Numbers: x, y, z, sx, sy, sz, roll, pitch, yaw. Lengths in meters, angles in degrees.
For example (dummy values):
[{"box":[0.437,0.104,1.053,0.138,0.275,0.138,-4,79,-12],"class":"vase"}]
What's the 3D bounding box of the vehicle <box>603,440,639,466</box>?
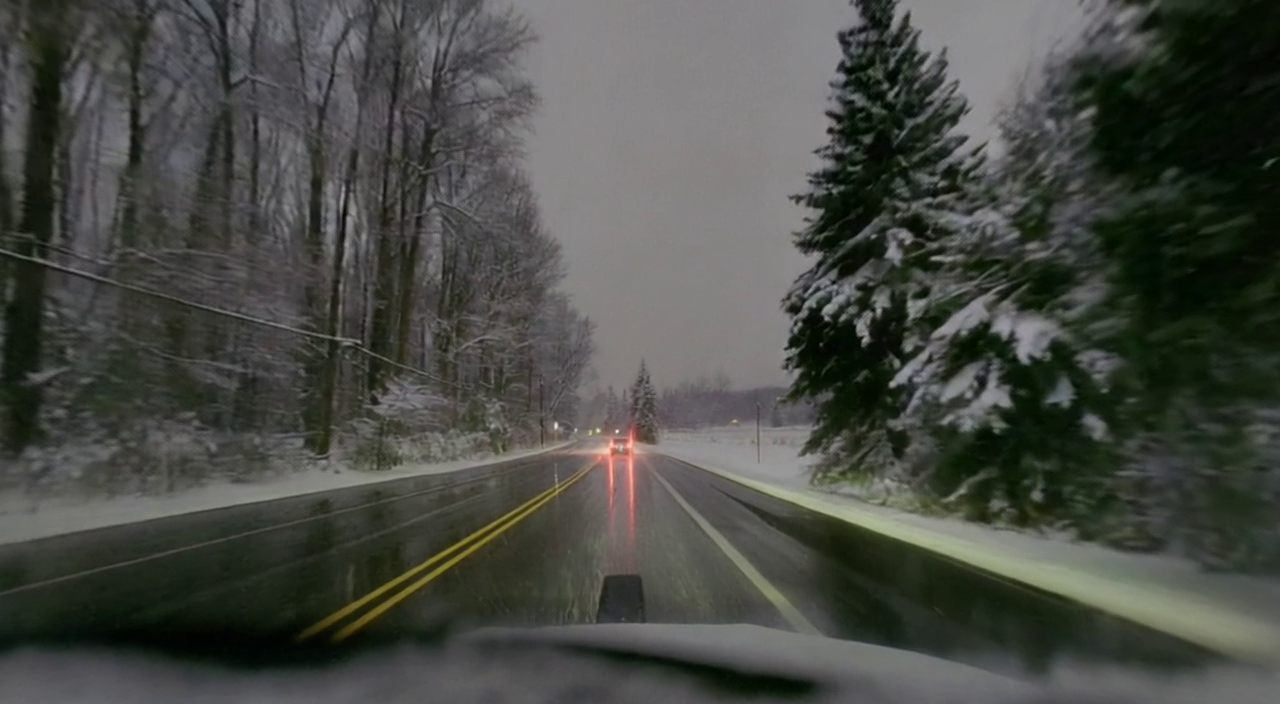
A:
[{"box":[-1.179,6.091,38.353,2.042,1.489,3.963,0,-8,-2],"class":"vehicle"}]
